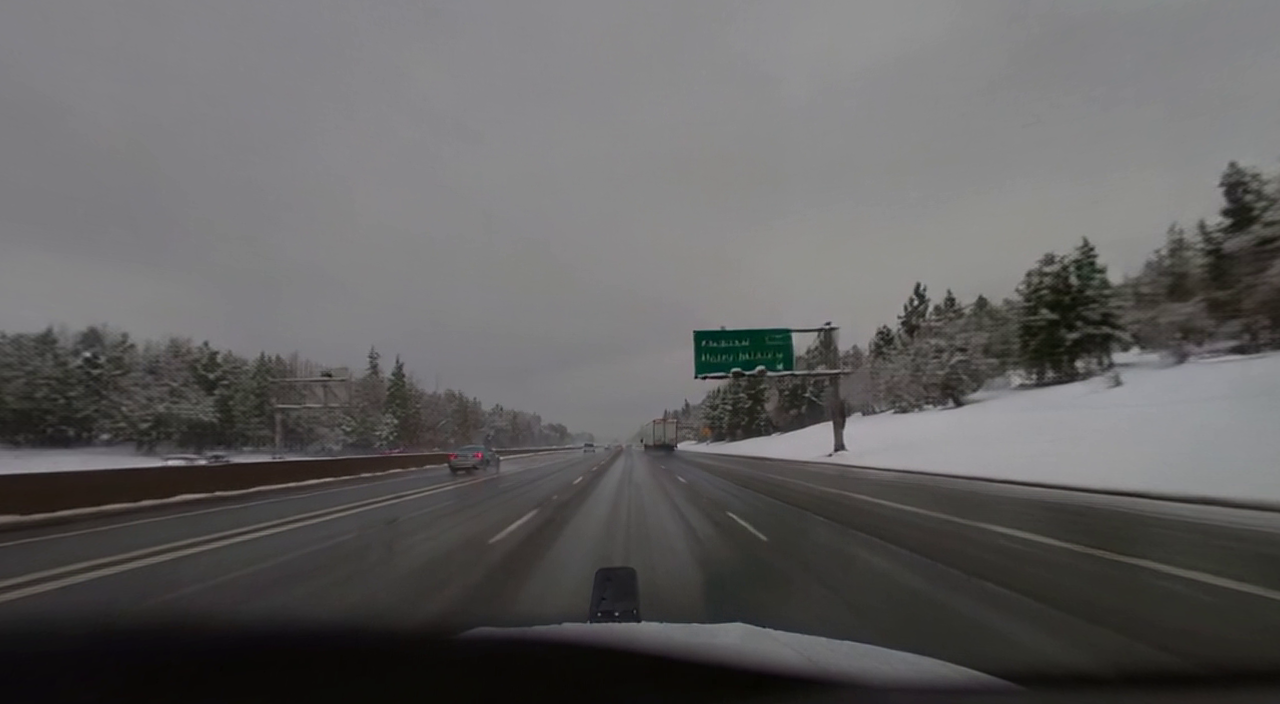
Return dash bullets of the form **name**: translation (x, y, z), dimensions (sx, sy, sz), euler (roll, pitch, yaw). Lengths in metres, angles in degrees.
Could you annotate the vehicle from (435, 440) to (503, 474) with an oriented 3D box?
- **vehicle**: translation (-8.031, 4.983, 30.145), dimensions (2.033, 1.494, 4.508), euler (0, -8, 0)
